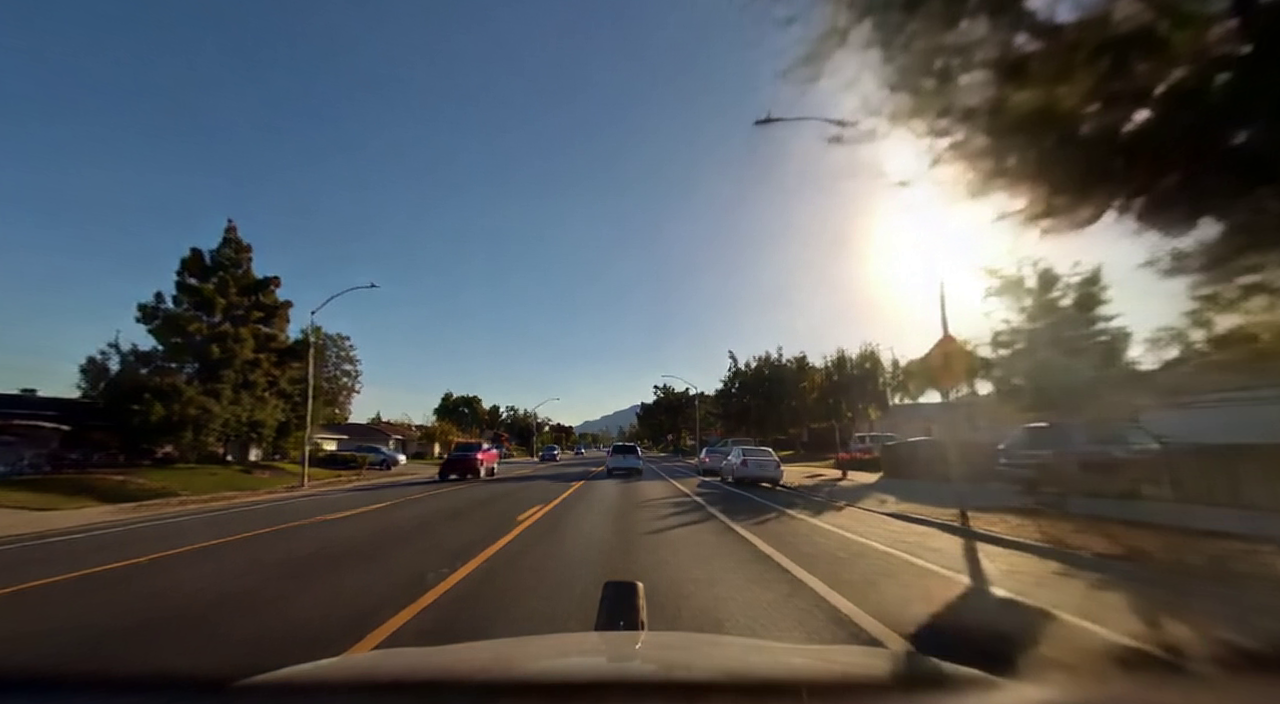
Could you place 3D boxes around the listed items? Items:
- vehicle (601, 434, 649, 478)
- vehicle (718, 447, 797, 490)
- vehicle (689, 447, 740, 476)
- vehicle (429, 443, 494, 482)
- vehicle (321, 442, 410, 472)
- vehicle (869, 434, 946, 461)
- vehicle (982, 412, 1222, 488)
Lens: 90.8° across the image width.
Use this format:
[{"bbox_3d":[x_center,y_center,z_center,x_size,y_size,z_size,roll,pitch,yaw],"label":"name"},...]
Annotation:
[{"bbox_3d":[-0.686,5.047,30.930,2.153,1.942,4.767,0,-9,-1],"label":"vehicle"},{"bbox_3d":[4.379,4.433,24.375,1.963,1.469,4.709,1,-9,-2],"label":"vehicle"},{"bbox_3d":[4.057,6.053,35.242,2.001,1.480,5.022,1,-9,-2],"label":"vehicle"},{"bbox_3d":[-8.481,5.263,30.466,1.945,1.712,4.240,0,-9,-1],"label":"vehicle"},{"bbox_3d":[-20.144,7.688,46.513,5.551,1.870,2.183,-2,-8,-3],"label":"vehicle"},{"bbox_3d":[17.874,6.388,42.318,4.172,1.705,2.032,1,-9,-7],"label":"vehicle"},{"bbox_3d":[12.385,2.660,17.230,4.870,1.926,2.094,0,-9,-1],"label":"vehicle"}]
